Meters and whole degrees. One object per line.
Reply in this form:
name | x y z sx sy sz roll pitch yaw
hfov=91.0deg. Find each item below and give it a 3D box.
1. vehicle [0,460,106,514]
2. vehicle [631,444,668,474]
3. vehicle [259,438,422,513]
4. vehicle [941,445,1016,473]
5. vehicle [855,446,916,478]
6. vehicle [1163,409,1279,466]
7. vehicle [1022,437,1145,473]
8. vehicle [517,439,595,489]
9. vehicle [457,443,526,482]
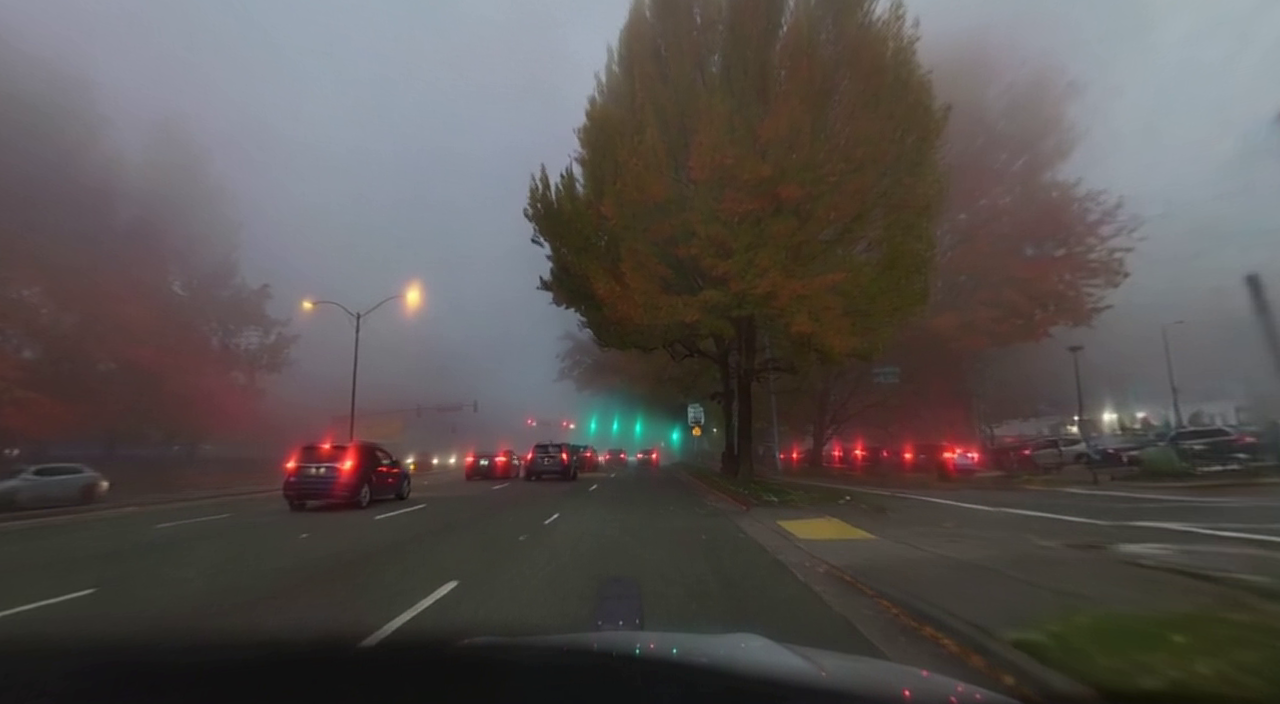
vehicle | -20.038 4.247 20.003 1.852 1.507 4.791 0 -9 1
vehicle | 0.580 6.560 38.673 2.144 1.704 4.028 0 -9 0
vehicle | -7.288 3.020 15.922 1.932 1.596 4.247 0 -9 1
vehicle | 20.105 6.350 37.648 1.938 1.490 4.750 0 -9 2
vehicle | 14.250 6.369 36.817 1.963 1.703 4.447 0 -9 3
vehicle | 25.428 3.435 25.578 5.755 2.030 2.287 -6 -11 17
vehicle | 20.280 4.727 29.077 1.899 1.521 4.410 2 -9 -13
vehicle | -2.994 4.125 23.518 2.165 1.663 4.513 0 -9 2
vehicle | -7.075 5.290 30.512 2.069 1.719 4.441 0 -9 2
